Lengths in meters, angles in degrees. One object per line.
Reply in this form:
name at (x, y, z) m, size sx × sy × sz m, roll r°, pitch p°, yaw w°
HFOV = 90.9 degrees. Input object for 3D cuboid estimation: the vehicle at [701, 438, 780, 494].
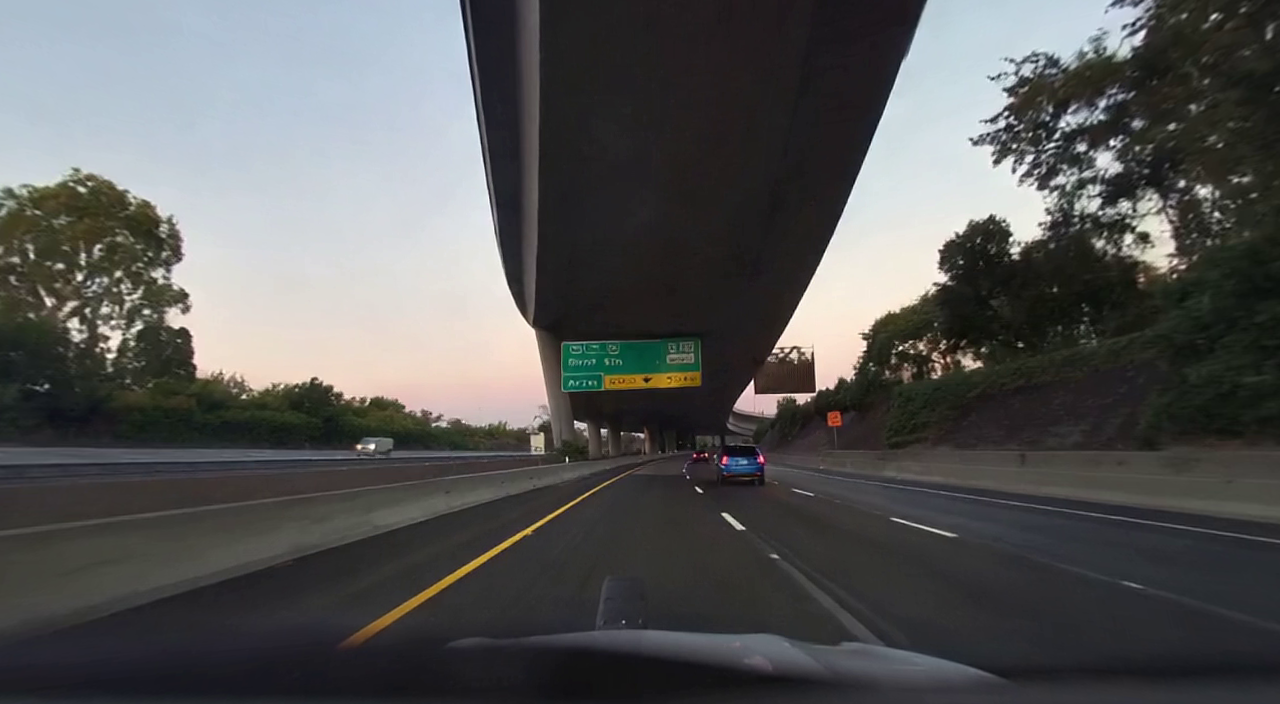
vehicle at (3.412, 3.948, 22.242) m, size 2.143 × 1.730 × 4.303 m, roll 0°, pitch -9°, yaw 1°
